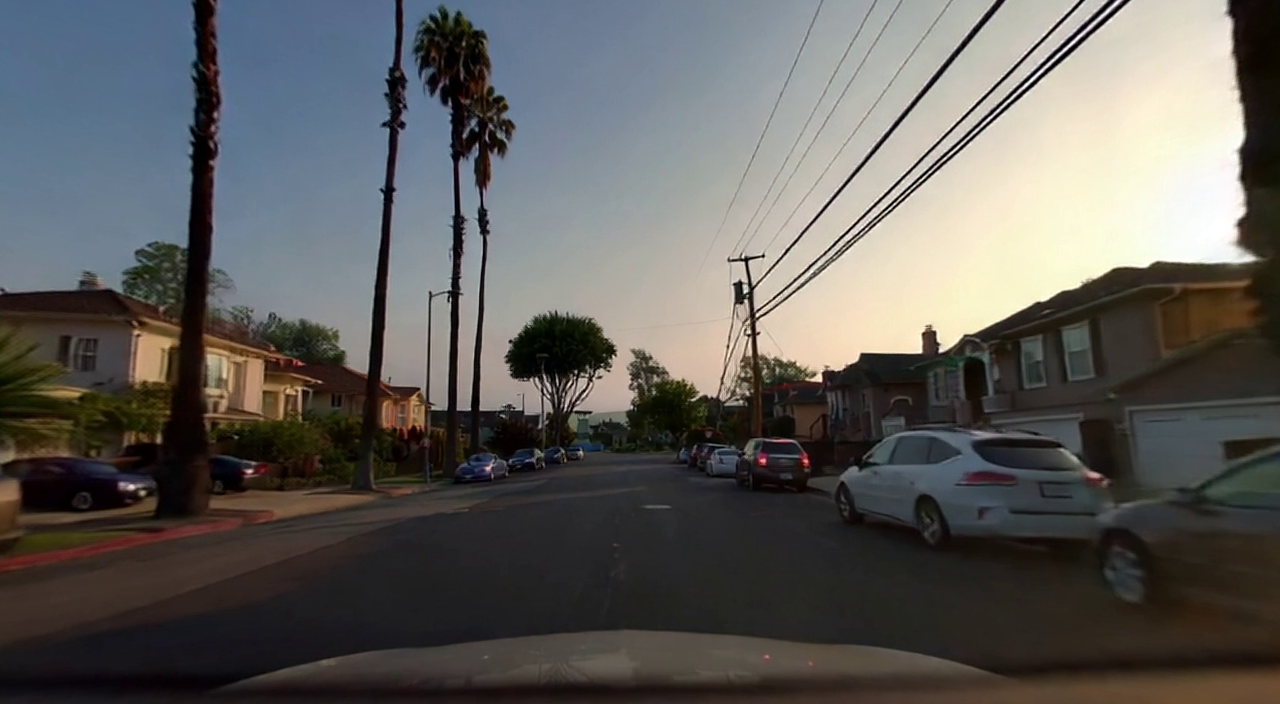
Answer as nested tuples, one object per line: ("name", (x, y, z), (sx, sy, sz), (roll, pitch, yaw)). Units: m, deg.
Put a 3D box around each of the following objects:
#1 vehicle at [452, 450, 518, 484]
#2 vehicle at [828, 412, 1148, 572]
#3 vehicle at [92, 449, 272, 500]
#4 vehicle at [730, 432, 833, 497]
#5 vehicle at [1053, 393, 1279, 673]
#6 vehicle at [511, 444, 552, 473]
("vehicle", (-7.528, 5.606, 31.187), (2.013, 1.483, 4.645), (0, -8, 1))
("vehicle", (4.611, 1.909, 9.452), (1.922, 1.761, 4.633), (1, -8, -3))
("vehicle", (-14.499, 3.888, 20.194), (4.305, 1.505, 1.793), (0, -8, -1))
("vehicle", (4.418, 3.605, 20.656), (2.115, 1.826, 4.871), (0, -8, -2))
("vehicle", (4.809, 1.084, 3.723), (1.894, 1.675, 4.294), (0, -8, 1))
("vehicle", (-7.870, 7.756, 46.210), (2.077, 1.888, 4.551), (-1, -8, 2))
